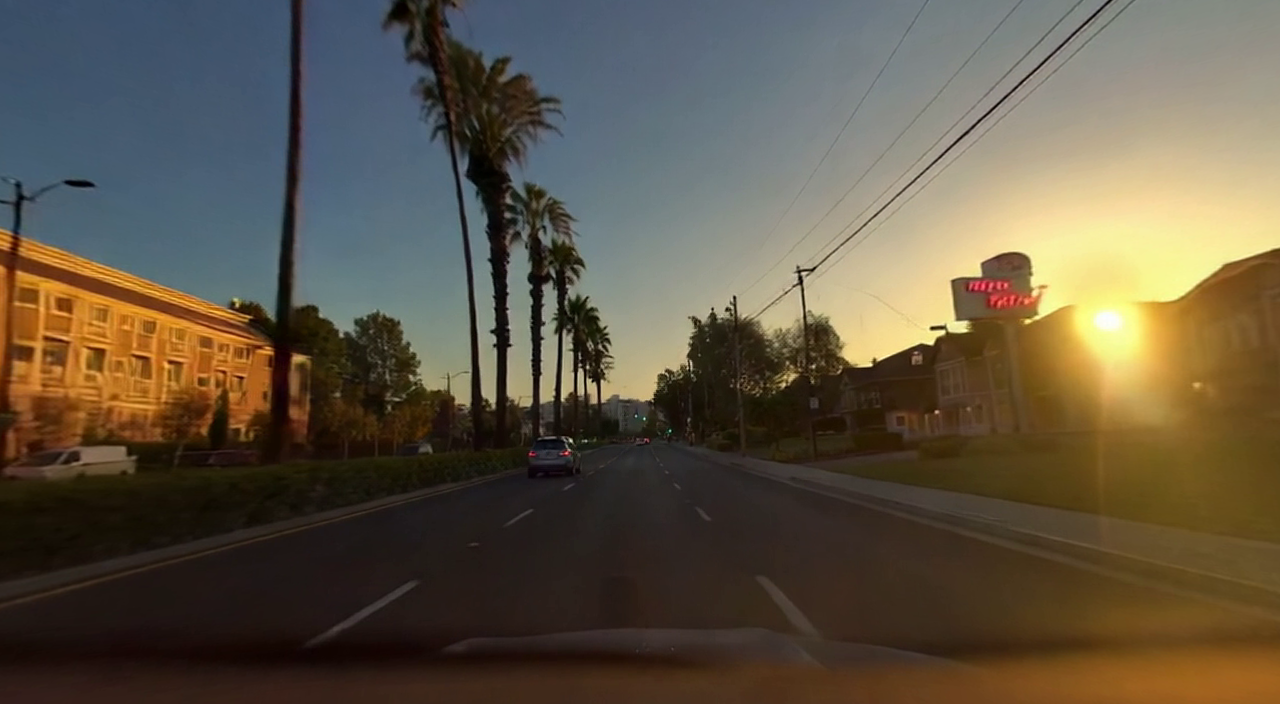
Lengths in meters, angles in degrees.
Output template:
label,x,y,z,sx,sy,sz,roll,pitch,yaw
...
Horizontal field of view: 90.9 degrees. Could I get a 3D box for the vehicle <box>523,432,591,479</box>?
label,x,y,z,sx,sy,sz,roll,pitch,yaw
vehicle,-3.237,4.161,25.576,2.062,1.693,4.669,0,-9,1

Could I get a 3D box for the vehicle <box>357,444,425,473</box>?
label,x,y,z,sx,sy,sz,roll,pitch,yaw
vehicle,-14.264,6.120,36.453,2.075,1.526,4.403,0,-9,1

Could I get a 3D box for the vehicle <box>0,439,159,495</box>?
label,x,y,z,sx,sy,sz,roll,pitch,yaw
vehicle,-22.455,4.511,24.798,2.452,1.859,5.964,-3,-9,-1
